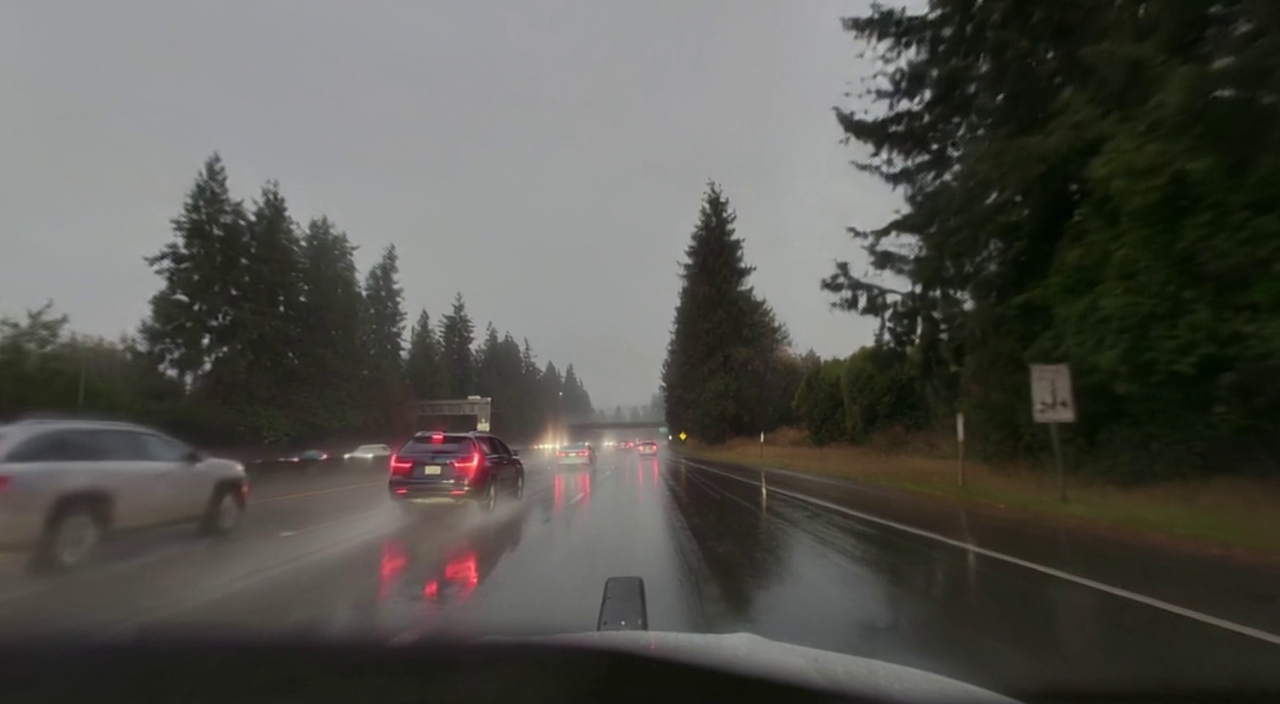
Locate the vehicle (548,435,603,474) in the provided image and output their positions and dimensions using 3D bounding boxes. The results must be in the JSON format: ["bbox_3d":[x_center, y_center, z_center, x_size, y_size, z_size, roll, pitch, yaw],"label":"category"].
[{"bbox_3d":[-3.007,4.864,30.027,2.056,1.679,4.204,0,-8,2],"label":"vehicle"}]

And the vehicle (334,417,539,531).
[{"bbox_3d":[-3.425,2.181,11.904,2.040,1.672,5.122,0,-8,2],"label":"vehicle"}]

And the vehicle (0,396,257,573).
[{"bbox_3d":[-7.314,1.493,7.463,2.134,1.715,5.231,0,-8,1],"label":"vehicle"}]

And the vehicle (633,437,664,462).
[{"bbox_3d":[0.620,7.347,47.354,2.285,1.797,4.478,0,-8,0],"label":"vehicle"}]
